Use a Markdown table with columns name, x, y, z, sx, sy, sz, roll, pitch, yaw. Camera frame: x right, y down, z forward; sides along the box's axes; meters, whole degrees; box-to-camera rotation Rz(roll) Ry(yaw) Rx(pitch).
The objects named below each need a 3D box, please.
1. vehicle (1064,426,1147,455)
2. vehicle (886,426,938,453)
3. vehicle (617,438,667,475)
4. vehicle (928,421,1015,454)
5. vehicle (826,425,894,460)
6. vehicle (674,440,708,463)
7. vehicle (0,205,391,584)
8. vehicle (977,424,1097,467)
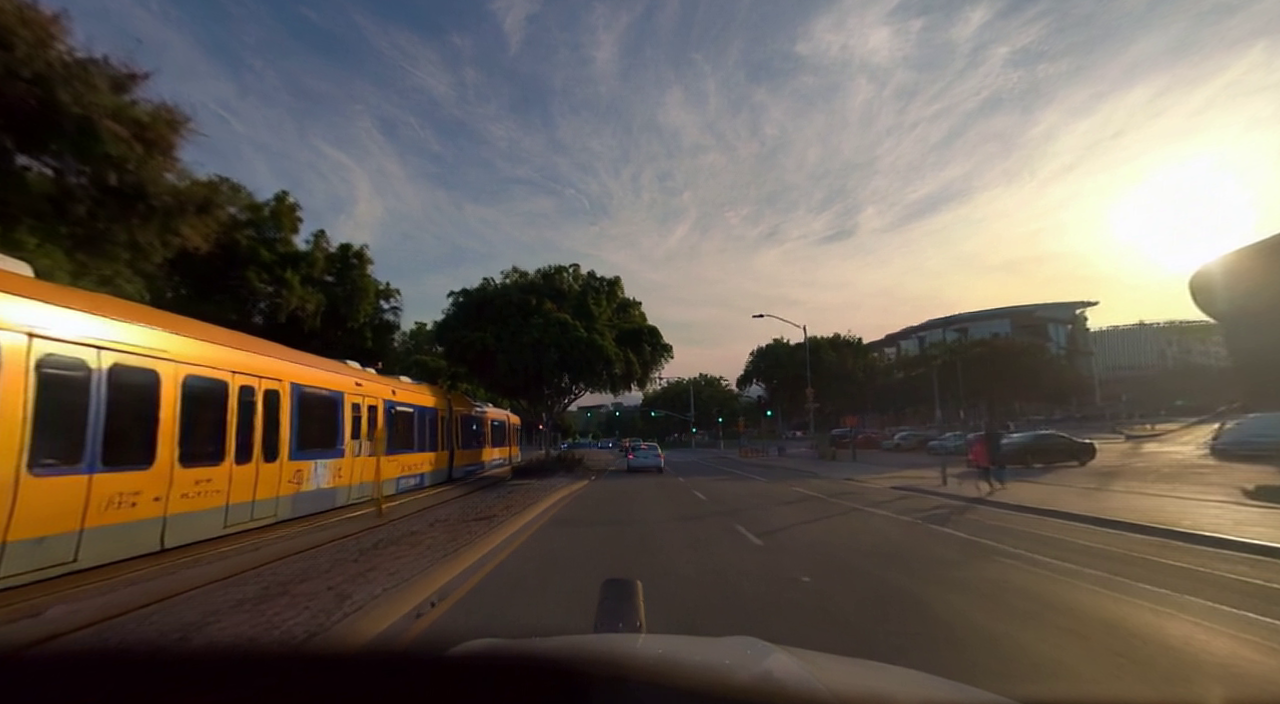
| name | x | y | z | sx | sy | sz | roll | pitch | yaw |
| --- | --- | --- | --- | --- | --- | --- | --- | --- | --- |
| vehicle | 26.828 | 5.059 | 36.566 | 1.809 | 1.455 | 3.959 | -3 | -6 | 2 |
| vehicle | 19.699 | 6.370 | 46.010 | 1.914 | 1.823 | 4.334 | 0 | -8 | 2 |
| vehicle | 0.076 | 4.556 | 27.782 | 2.002 | 1.471 | 4.337 | 0 | -8 | 0 |
| vehicle | 19.435 | 5.101 | 37.420 | 2.159 | 1.817 | 5.675 | 0 | -8 | 1 |
| vehicle | 13.226 | 5.507 | 38.387 | 2.145 | 1.911 | 5.581 | 0 | -8 | 0 |
| vehicle | 3.378 | 6.727 | 42.717 | 1.944 | 1.447 | 4.392 | 0 | -8 | 0 |
| vehicle | -7.750 | 0.759 | 9.087 | 2.897 | 3.700 | 13.528 | 0 | -7 | 0 |
| vehicle | 15.332 | 3.642 | 24.743 | 1.780 | 1.498 | 4.611 | 0 | -8 | 1 |
